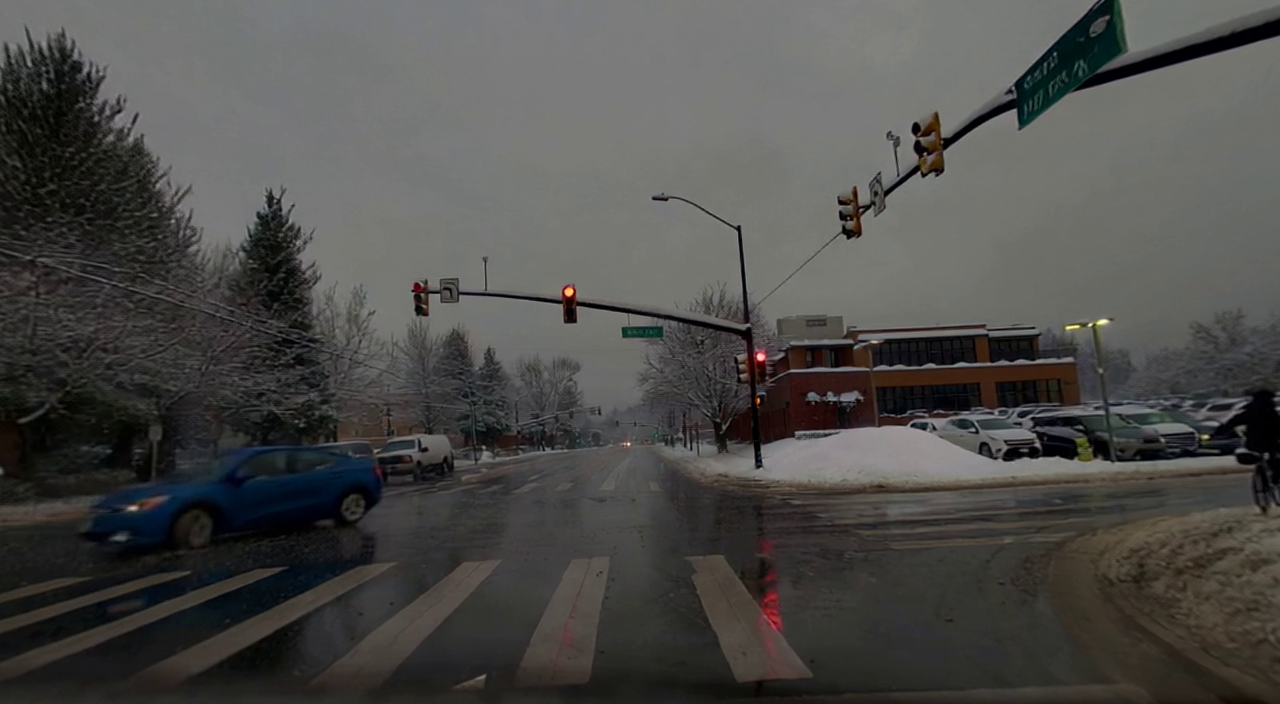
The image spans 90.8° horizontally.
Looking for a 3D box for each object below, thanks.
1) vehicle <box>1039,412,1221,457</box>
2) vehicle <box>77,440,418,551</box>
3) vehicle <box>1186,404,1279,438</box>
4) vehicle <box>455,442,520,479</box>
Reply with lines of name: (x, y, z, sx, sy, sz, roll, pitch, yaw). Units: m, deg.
vehicle: (16.918, 2.908, 22.111, 4.560, 1.453, 1.851, -3, -9, 18)
vehicle: (-6.208, 2.217, 10.390, 4.385, 1.419, 1.855, 8, -12, -39)
vehicle: (34.907, 4.027, 36.649, 4.326, 1.511, 1.725, -8, -9, 17)
vehicle: (-6.985, 4.998, 29.321, 2.024, 1.470, 4.153, -3, -9, -1)
